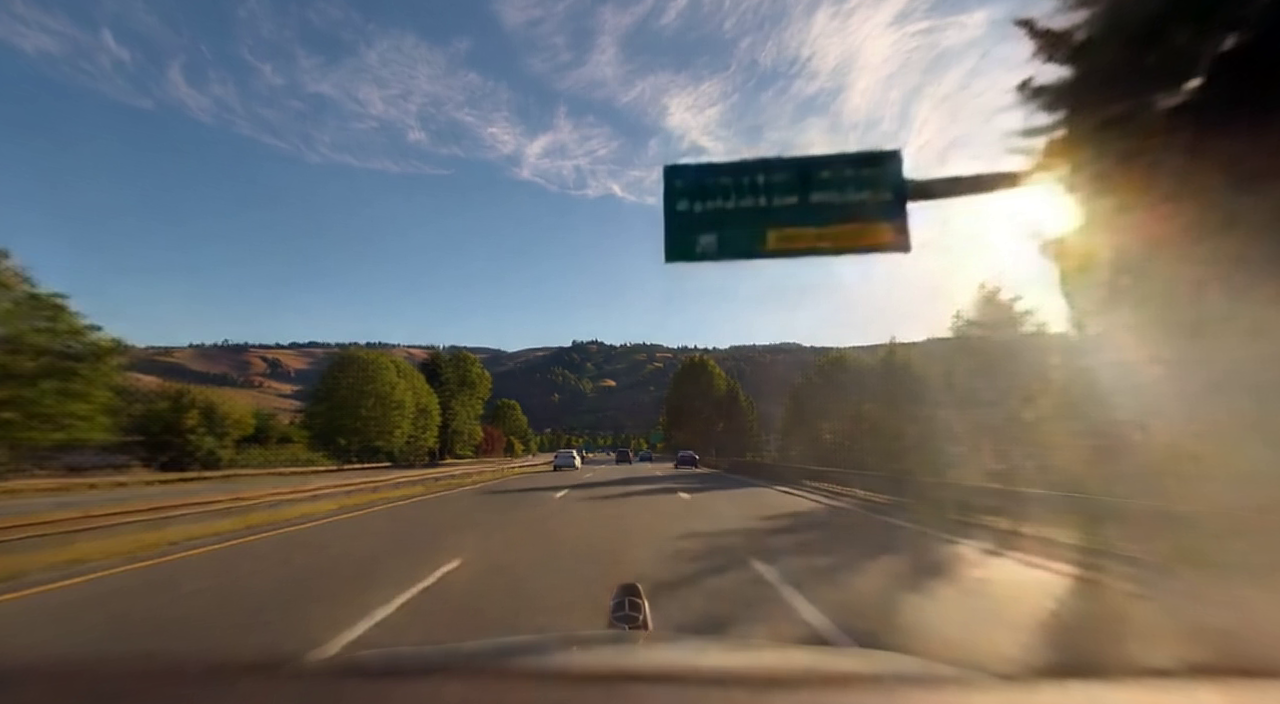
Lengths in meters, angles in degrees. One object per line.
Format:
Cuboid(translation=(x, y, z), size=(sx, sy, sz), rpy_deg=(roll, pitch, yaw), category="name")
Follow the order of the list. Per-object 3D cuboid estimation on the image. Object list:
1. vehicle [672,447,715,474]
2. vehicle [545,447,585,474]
Cuboid(translation=(3.079, 6.377, 37.231), size=(2.019, 1.475, 4.301), rpy_deg=(0, -9, -2), category="vehicle")
Cuboid(translation=(-4.410, 6.424, 37.472), size=(1.955, 1.468, 3.637), rpy_deg=(0, -9, 0), category="vehicle")
